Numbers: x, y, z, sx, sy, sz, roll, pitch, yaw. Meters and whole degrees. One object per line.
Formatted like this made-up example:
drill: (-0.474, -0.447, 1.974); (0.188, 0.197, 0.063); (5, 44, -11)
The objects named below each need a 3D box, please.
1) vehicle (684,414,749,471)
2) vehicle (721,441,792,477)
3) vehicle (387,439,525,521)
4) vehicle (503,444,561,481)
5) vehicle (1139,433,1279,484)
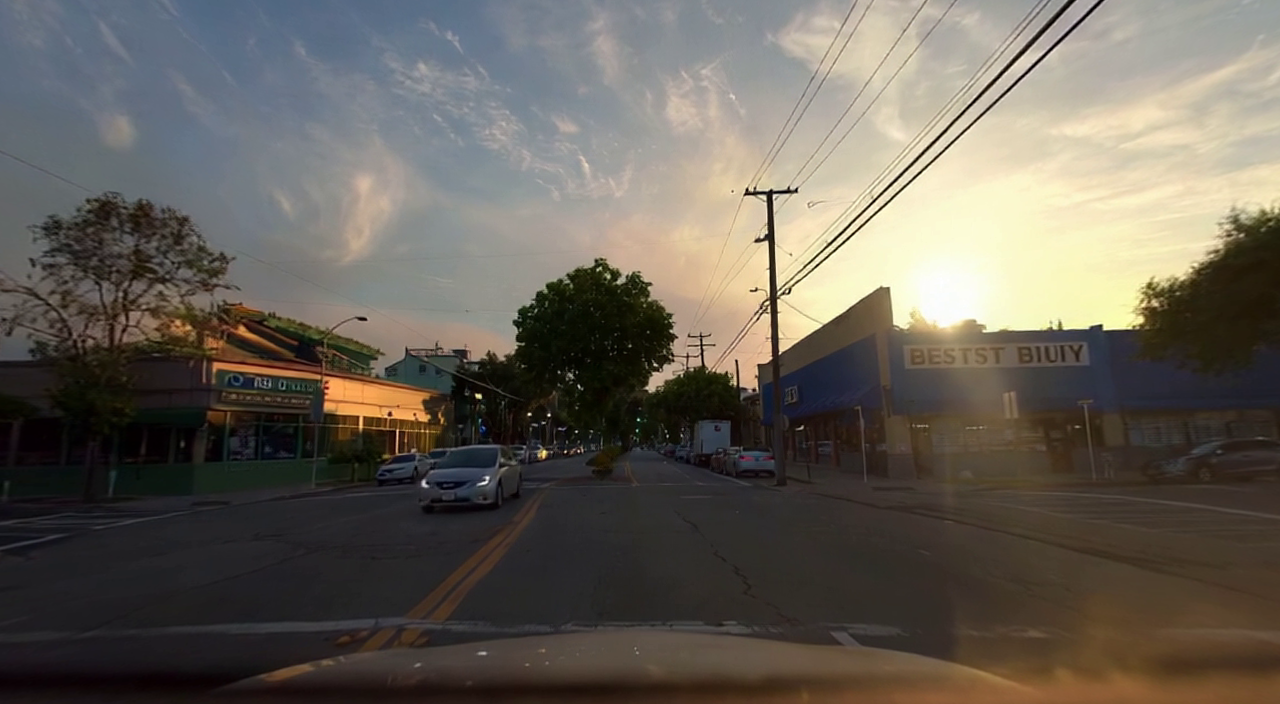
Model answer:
vehicle: (4.594, 5.680, 39.571); (2.815, 3.203, 7.558); (0, -8, -2)
vehicle: (5.585, 5.182, 30.863); (1.963, 1.646, 4.204); (2, -9, -11)
vehicle: (-3.836, 2.714, 13.969); (1.914, 1.506, 4.125); (0, -8, -2)
vehicle: (-4.785, 4.957, 28.634); (2.050, 1.505, 4.219); (0, -8, -2)
vehicle: (18.620, 3.287, 19.677); (4.368, 1.479, 1.985); (0, -8, 1)
